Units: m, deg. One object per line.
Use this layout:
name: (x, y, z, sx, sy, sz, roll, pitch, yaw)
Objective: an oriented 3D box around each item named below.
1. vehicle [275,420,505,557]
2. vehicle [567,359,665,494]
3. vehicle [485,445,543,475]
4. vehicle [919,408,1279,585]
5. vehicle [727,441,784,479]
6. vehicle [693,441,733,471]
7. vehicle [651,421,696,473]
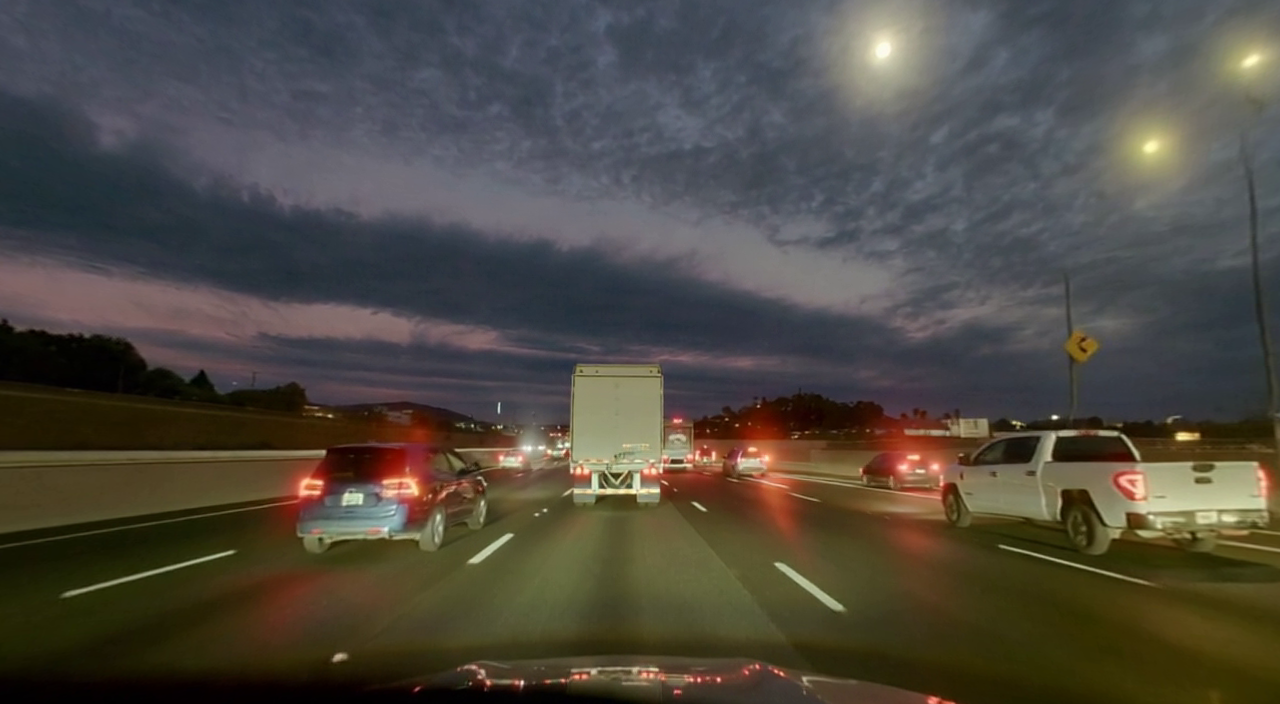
vehicle: (-3.488, 1.980, 9.822, 1.946, 1.641, 4.105, 0, -9, -1)
vehicle: (-0.756, 3.018, 24.304, 2.906, 4.040, 10.743, 0, -9, 0)
vehicle: (-6.700, 5.786, 34.154, 1.973, 1.471, 4.779, -1, -9, 3)
vehicle: (6.234, 1.813, 8.860, 2.188, 1.731, 5.031, 0, -9, -2)
vehicle: (6.147, 5.796, 34.209, 2.070, 1.888, 4.546, 0, -9, -3)
vehicle: (5.583, 8.030, 49.015, 2.297, 2.116, 5.052, 0, -9, -3)
vehicle: (2.347, 7.135, 47.610, 2.669, 3.491, 8.645, 0, -9, -1)
